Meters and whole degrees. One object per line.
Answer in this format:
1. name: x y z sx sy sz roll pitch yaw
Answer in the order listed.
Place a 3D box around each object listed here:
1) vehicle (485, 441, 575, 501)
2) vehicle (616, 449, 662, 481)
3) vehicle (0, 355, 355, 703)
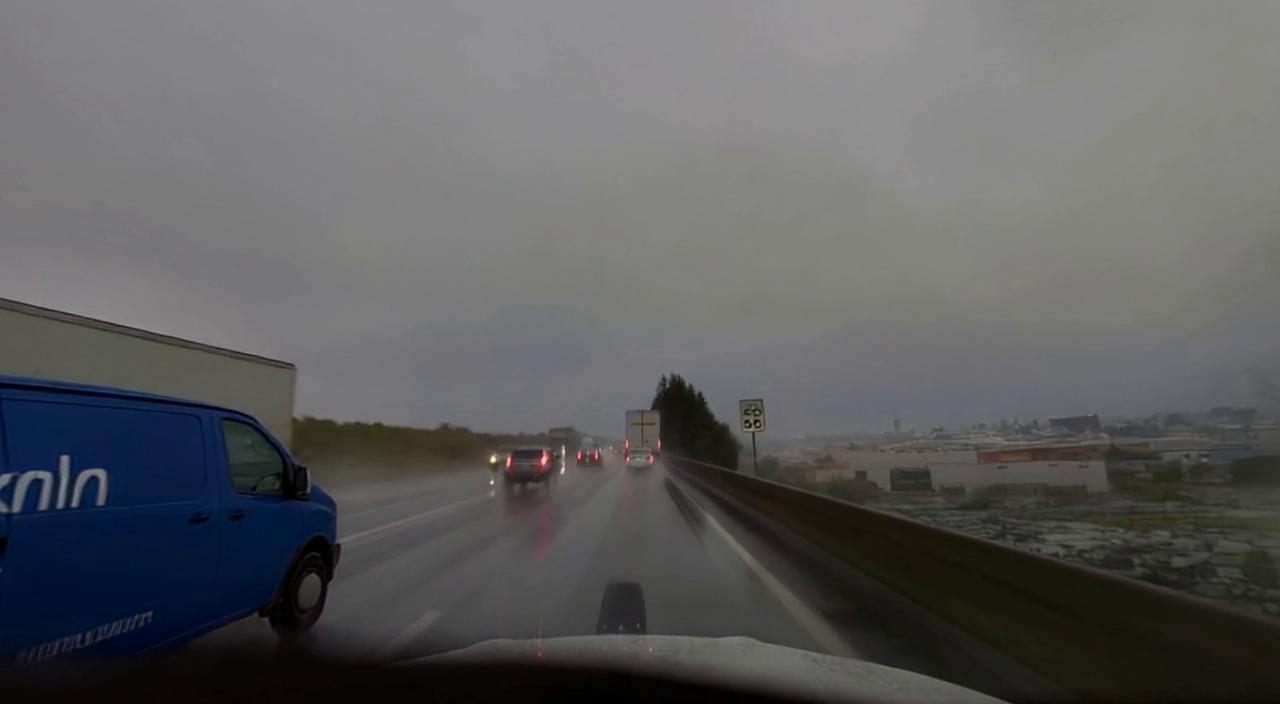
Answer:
1. vehicle: -3.189 3.522 19.116 1.937 1.600 4.141 0 -9 0
2. vehicle: -0.058 5.378 30.306 2.095 1.393 3.908 0 -9 0
3. vehicle: -3.259 0.923 2.511 2.117 1.688 4.582 0 -9 0
